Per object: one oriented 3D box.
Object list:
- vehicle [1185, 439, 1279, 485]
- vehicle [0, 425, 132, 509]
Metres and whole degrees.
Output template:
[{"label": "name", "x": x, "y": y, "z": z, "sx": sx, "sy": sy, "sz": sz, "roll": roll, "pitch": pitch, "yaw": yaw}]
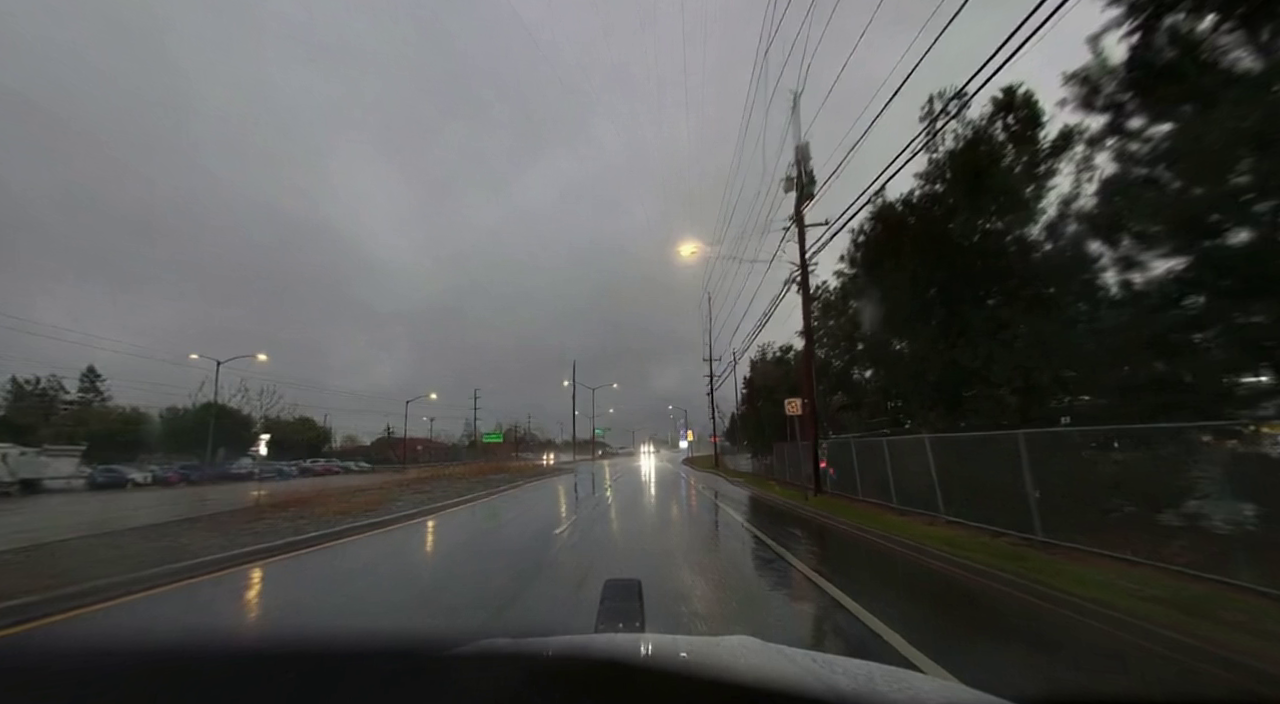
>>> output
[{"label": "vehicle", "x": 26.115, "y": 4.635, "z": 26.665, "sx": 1.915, "sy": 1.741, "sz": 5.301, "roll": -3, "pitch": -10, "yaw": 10}, {"label": "vehicle", "x": -30.779, "y": 5.658, "z": 31.106, "sx": 2.974, "sy": 3.806, "sz": 10.161, "roll": -1, "pitch": -9, "yaw": -1}]
